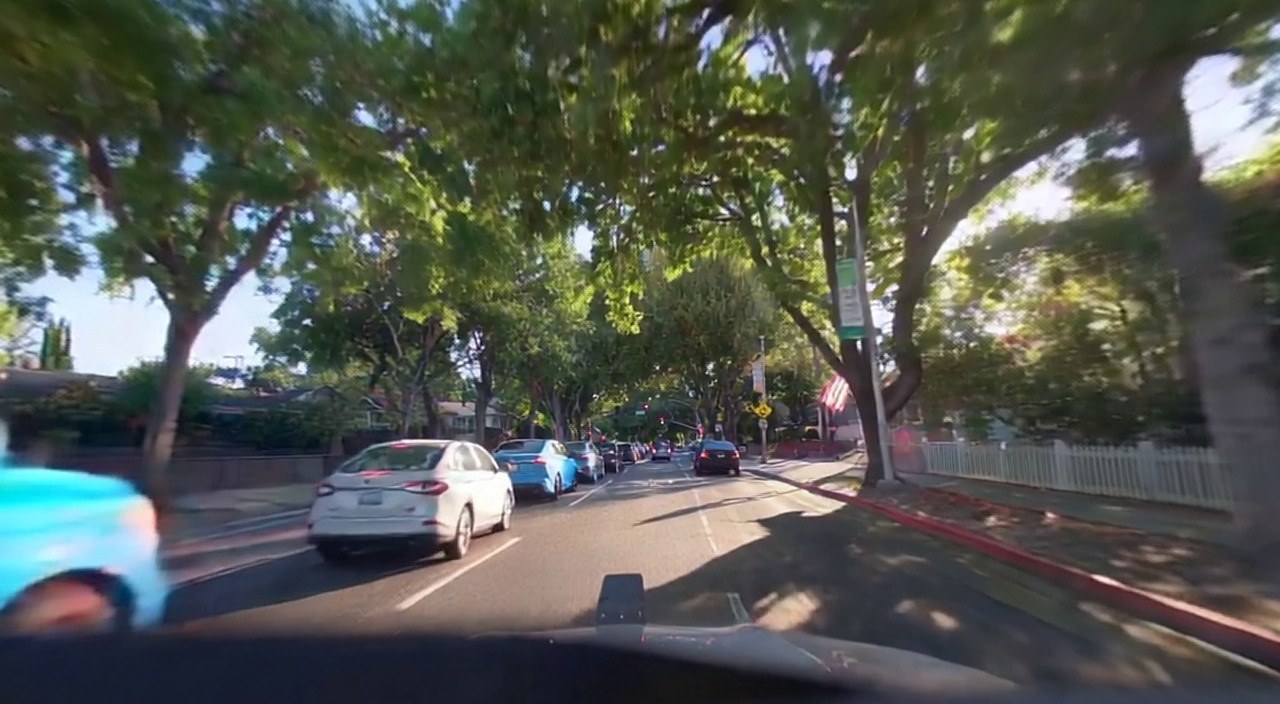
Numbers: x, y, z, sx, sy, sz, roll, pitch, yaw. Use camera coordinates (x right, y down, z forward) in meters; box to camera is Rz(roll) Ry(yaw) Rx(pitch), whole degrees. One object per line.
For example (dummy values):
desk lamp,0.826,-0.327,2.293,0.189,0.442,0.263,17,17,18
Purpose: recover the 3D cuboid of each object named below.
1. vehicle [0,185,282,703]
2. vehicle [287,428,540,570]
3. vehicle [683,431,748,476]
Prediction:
vehicle,-3.144,0.358,0.651,2.405,2.058,5.193,0,-8,1
vehicle,-2.740,1.859,8.752,1.807,1.475,3.952,-1,-8,4
vehicle,3.026,4.199,26.386,2.258,1.682,4.635,0,-8,2
